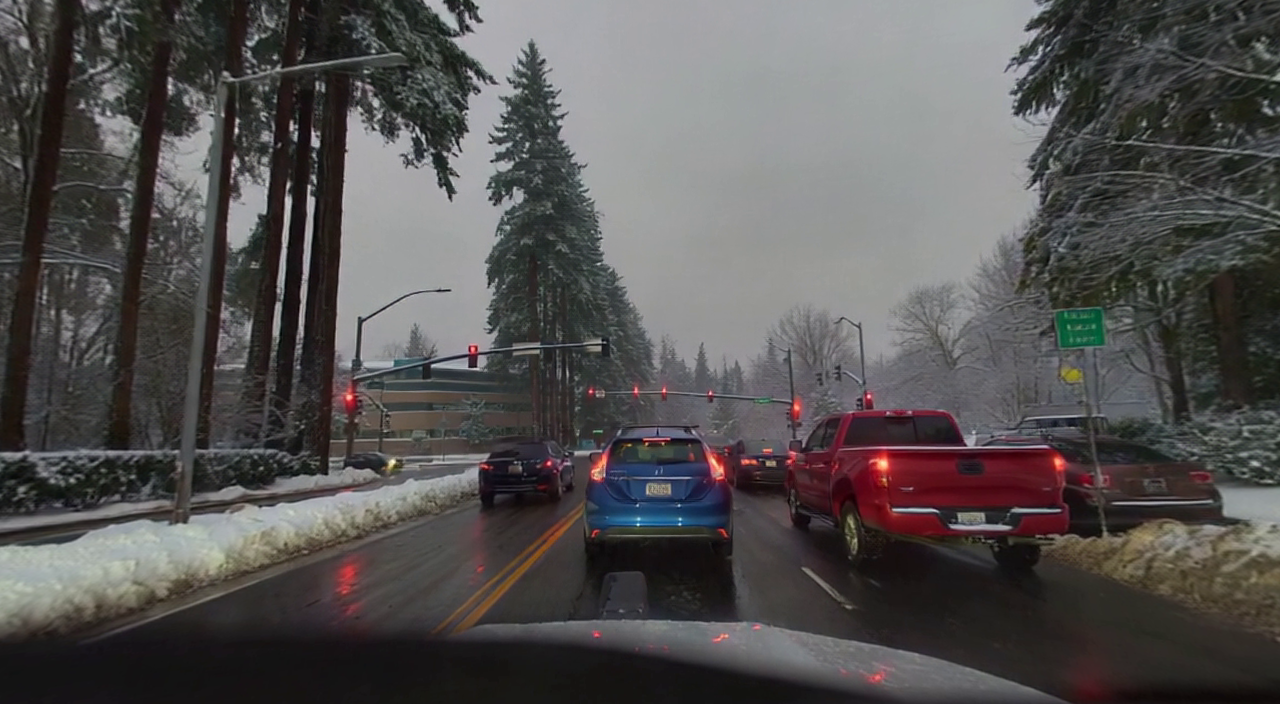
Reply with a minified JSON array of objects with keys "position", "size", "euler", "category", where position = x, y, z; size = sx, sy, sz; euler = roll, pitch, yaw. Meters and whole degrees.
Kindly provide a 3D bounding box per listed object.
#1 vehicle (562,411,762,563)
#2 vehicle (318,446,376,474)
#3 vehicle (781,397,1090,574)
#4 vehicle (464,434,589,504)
[{"position":[0.247,1.776,8.976],"size":[2.168,1.641,4.039],"euler":[0,-8,0],"category":"vehicle"},{"position":[-18.211,6.722,39.407],"size":[2.026,1.587,4.608],"euler":[1,-8,-9],"category":"vehicle"},{"position":[3.390,1.631,8.409],"size":[2.099,1.725,4.290],"euler":[0,-8,1],"category":"vehicle"},{"position":[-2.700,2.949,16.429],"size":[2.133,1.496,5.150],"euler":[0,-8,2],"category":"vehicle"}]
